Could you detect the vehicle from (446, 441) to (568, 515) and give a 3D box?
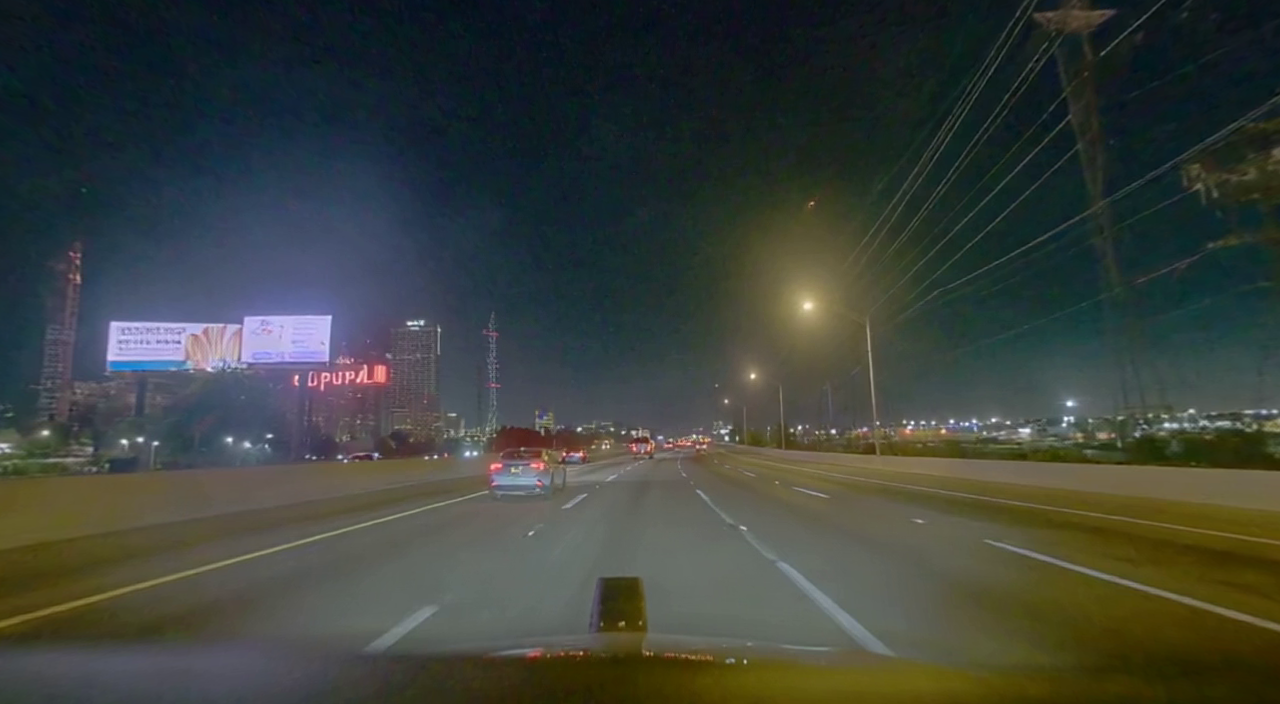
[{"bbox_3d":[-2.898,2.824,14.661,1.891,1.444,3.968,0,-8,1],"label":"vehicle"}]
